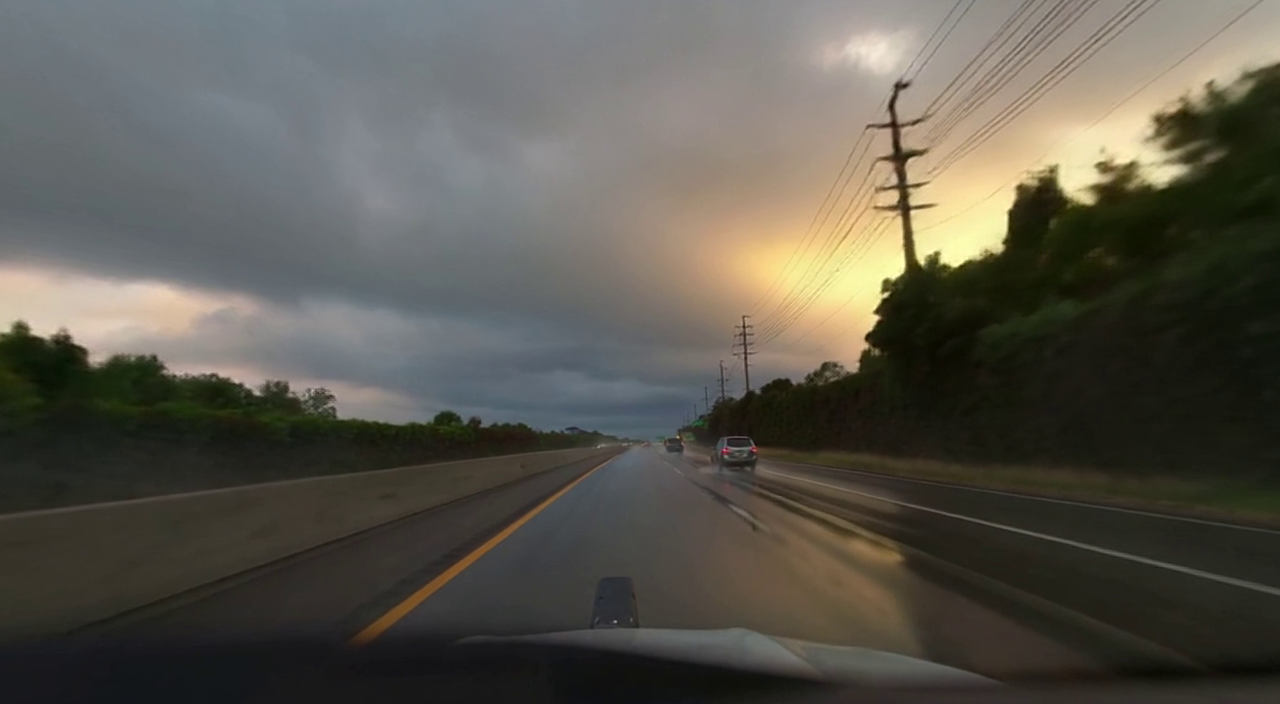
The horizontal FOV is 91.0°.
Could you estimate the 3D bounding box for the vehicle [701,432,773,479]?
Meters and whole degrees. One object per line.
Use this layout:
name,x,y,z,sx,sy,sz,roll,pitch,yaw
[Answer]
vehicle,3.570,3.896,23.965,1.977,1.581,4.428,0,-8,-1
